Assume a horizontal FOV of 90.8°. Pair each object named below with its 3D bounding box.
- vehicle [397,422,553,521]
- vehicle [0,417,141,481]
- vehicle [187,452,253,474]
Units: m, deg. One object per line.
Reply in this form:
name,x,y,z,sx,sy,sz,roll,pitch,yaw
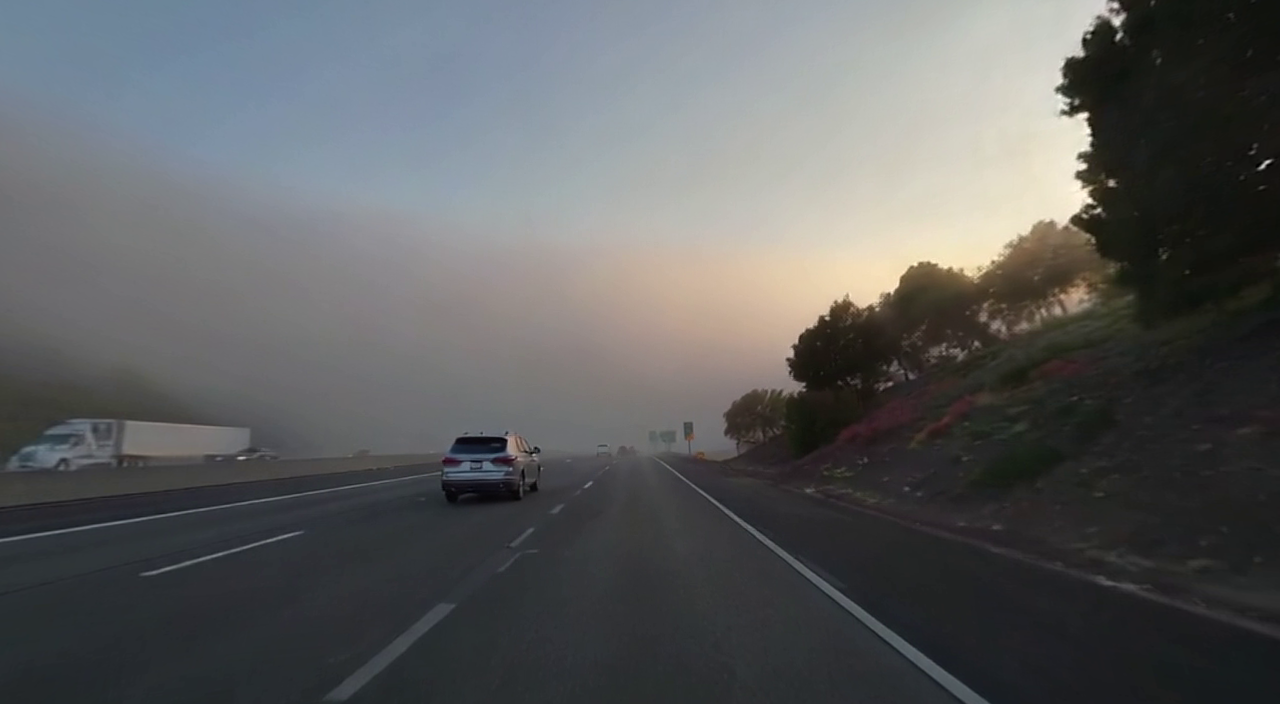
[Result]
vehicle,-3.268,2.477,13.665,2.029,1.753,4.718,0,-8,1
vehicle,-39.947,6.772,44.340,2.914,4.076,8.315,0,-8,-1
vehicle,-32.449,8.550,48.974,1.840,1.477,4.765,0,-8,0
